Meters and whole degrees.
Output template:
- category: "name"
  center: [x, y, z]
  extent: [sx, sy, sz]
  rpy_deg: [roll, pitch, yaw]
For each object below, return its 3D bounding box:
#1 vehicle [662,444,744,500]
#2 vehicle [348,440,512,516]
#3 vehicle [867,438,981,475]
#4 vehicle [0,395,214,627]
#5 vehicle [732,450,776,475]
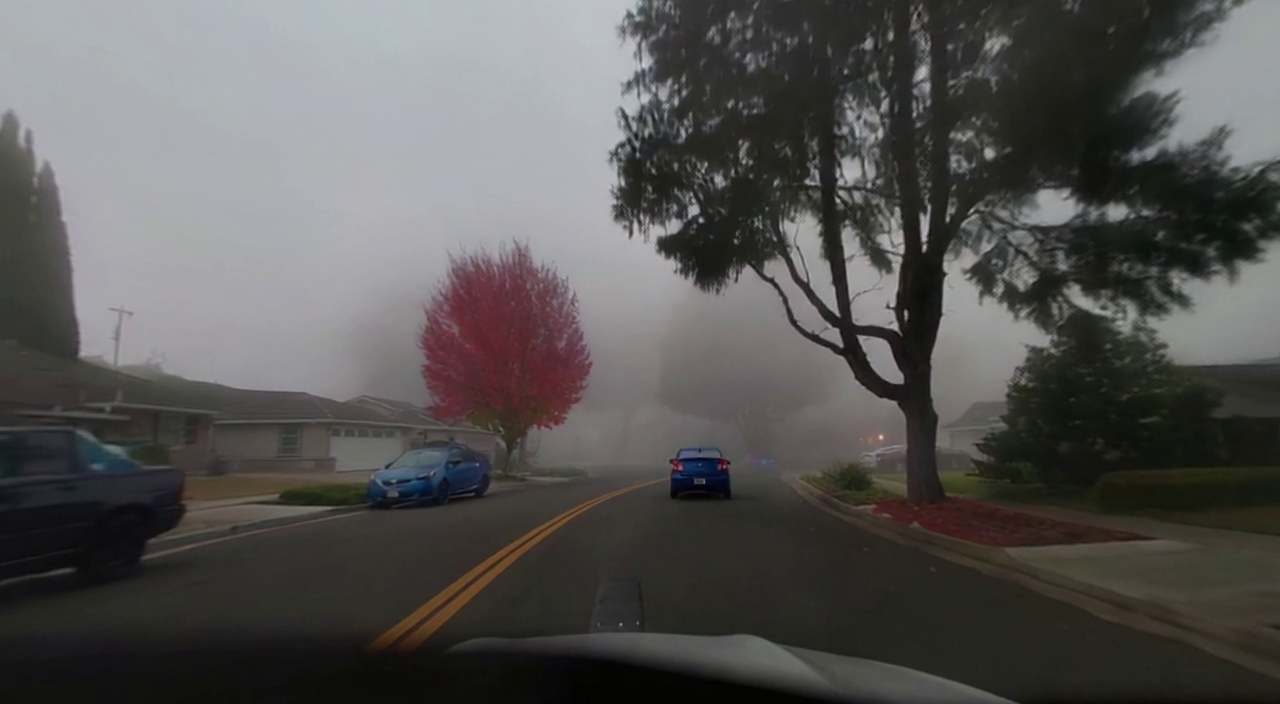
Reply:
- category: "vehicle"
  center: [1.881, 3.563, 19.238]
  extent: [2.192, 1.474, 4.192]
  rpy_deg: [-1, -8, 5]
- category: "vehicle"
  center: [-5.577, 3.388, 17.712]
  extent: [2.641, 1.747, 4.738]
  rpy_deg: [-2, -8, 5]
- category: "vehicle"
  center: [13.845, 5.096, 30.989]
  extent: [4.524, 1.587, 2.064]
  rpy_deg: [-2, -7, 0]
- category: "vehicle"
  center: [-6.303, 1.372, 5.316]
  extent: [2.235, 1.851, 4.662]
  rpy_deg: [-3, -9, -1]
- category: "vehicle"
  center: [7.304, 7.130, 40.984]
  extent: [2.089, 1.462, 4.529]
  rpy_deg: [0, -8, 1]
